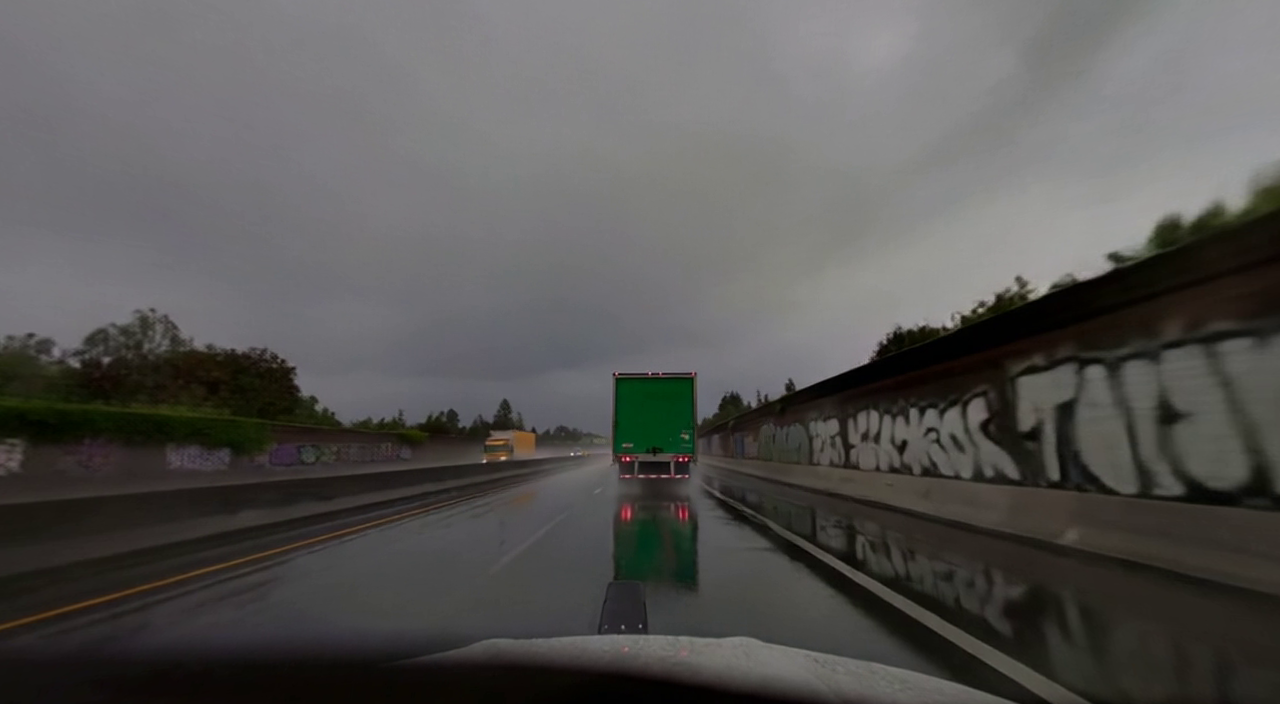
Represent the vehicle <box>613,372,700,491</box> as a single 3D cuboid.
[{"bbox_3d":[0.435,3.439,26.236,2.900,3.955,10.151,0,-9,-1],"label":"vehicle"}]
